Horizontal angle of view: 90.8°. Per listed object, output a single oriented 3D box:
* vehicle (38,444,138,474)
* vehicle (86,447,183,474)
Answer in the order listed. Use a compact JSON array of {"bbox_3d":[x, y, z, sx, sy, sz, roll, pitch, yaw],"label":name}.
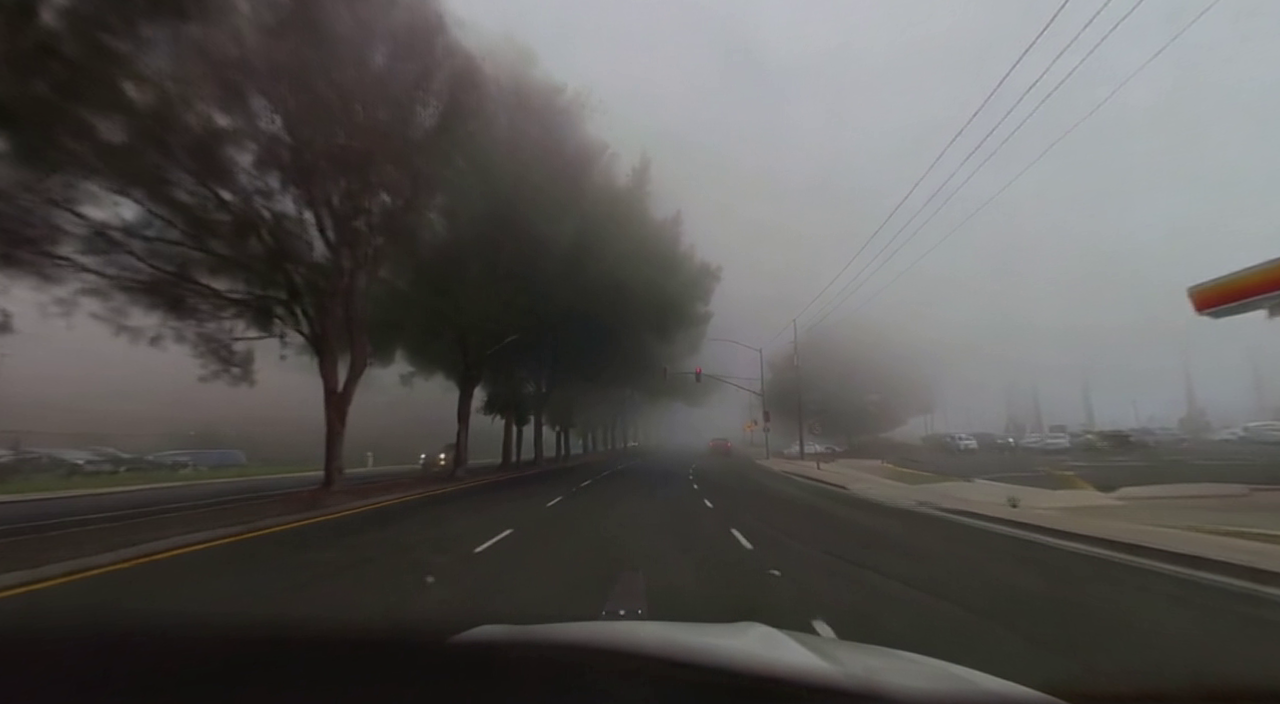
[{"bbox_3d":[-33.184,6.450,38.181,2.051,1.639,4.354,-1,-9,0],"label":"vehicle"},{"bbox_3d":[-30.485,6.535,38.305,1.884,1.490,4.627,0,-9,2],"label":"vehicle"}]
